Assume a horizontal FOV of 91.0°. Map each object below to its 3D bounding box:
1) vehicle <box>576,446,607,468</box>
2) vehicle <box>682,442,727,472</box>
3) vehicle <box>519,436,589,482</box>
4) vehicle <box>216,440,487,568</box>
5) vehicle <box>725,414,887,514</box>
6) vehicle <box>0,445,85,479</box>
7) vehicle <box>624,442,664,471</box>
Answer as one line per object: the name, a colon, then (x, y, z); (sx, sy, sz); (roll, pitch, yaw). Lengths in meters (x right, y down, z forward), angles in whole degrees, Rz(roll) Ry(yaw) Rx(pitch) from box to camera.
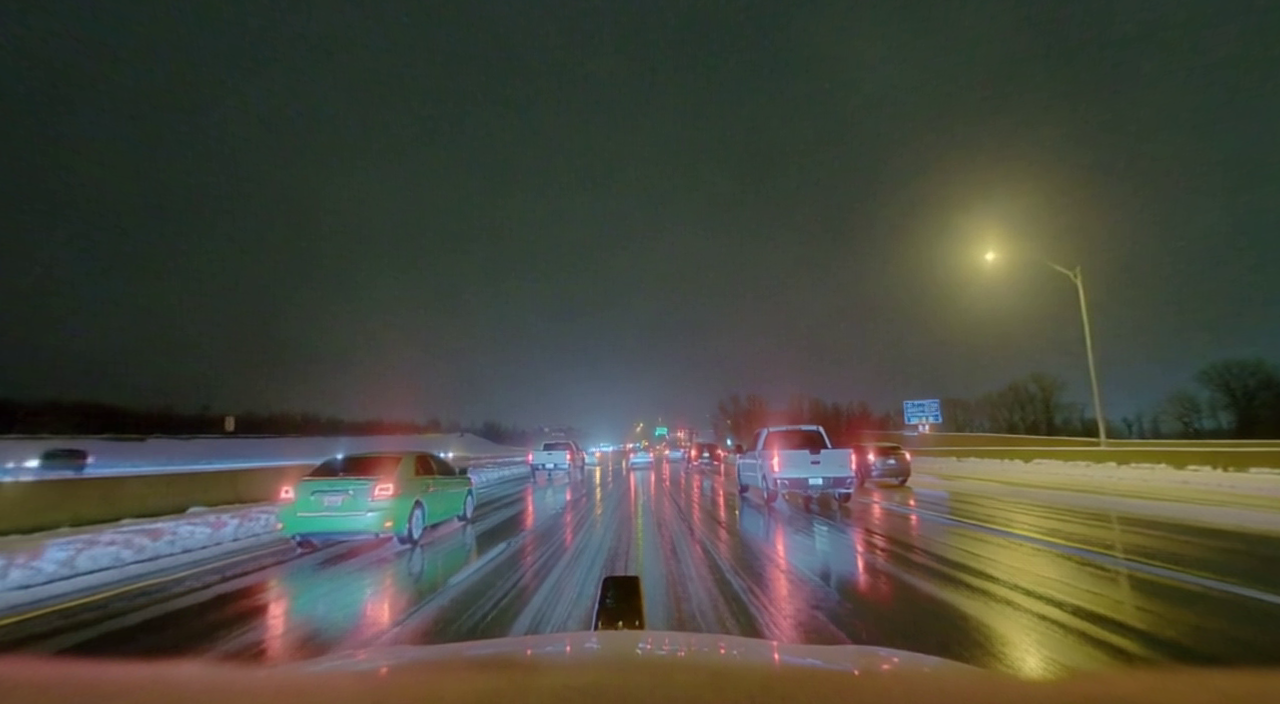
vehicle: (-3.405, 7.423, 44.722); (1.907, 1.484, 3.954); (0, -9, 0)
vehicle: (3.773, 6.200, 37.469); (2.145, 1.636, 4.437); (1, -9, -1)
vehicle: (-3.575, 4.560, 27.117); (2.176, 1.783, 4.799); (0, -9, 2)
vehicle: (-3.816, 2.065, 9.370); (1.947, 1.424, 4.264); (0, -9, 1)
vehicle: (3.618, 2.608, 15.158); (2.340, 1.925, 5.529); (1, -9, -1)
vehicle: (-30.885, 5.464, 31.595); (1.875, 1.542, 4.486); (0, -9, 0)
vehicle: (0.202, 6.023, 36.436); (2.147, 1.572, 4.094); (0, -9, 0)
